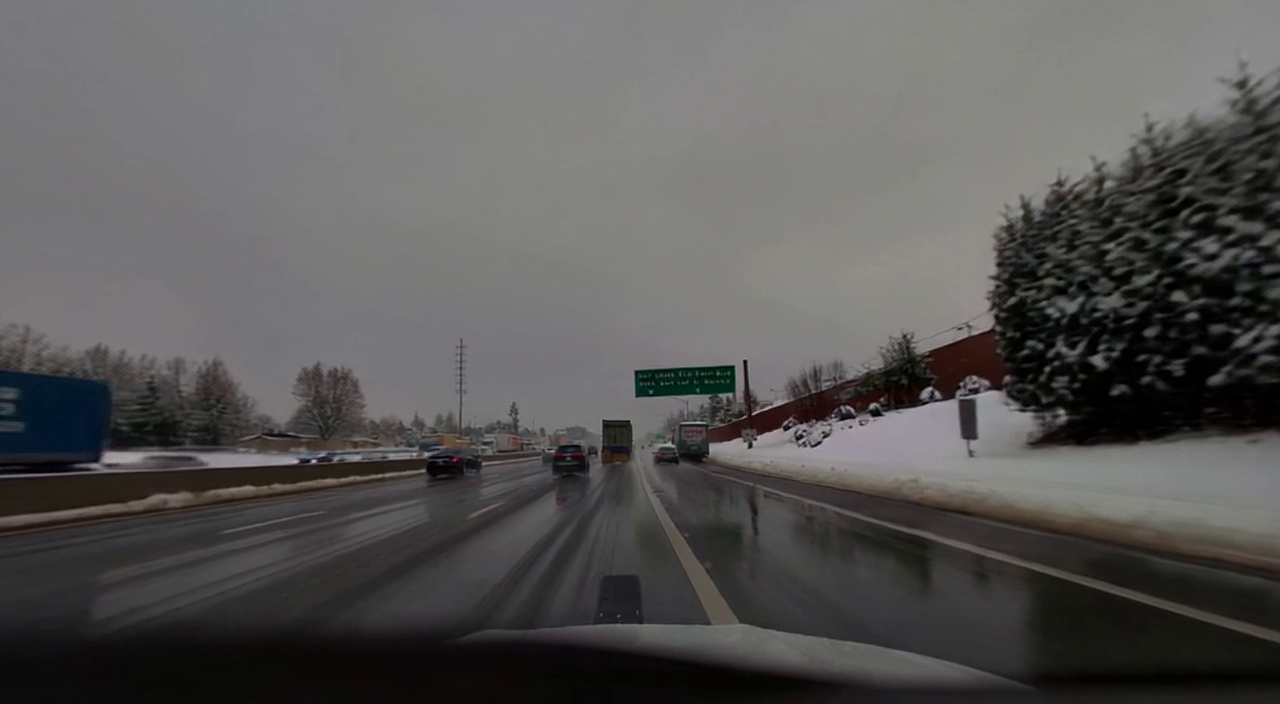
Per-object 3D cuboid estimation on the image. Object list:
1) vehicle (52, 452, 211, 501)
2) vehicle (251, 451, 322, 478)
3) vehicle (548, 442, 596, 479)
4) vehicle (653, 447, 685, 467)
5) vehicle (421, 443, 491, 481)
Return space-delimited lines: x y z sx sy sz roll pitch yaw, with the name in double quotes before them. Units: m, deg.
"vehicle" -17.233 4.210 21.804 1.889 1.439 4.359 0 -9 -1
"vehicle" -21.446 6.797 38.562 1.867 1.493 4.311 0 -9 -1
"vehicle" -3.279 5.307 31.186 2.132 1.679 4.045 0 -9 -3
"vehicle" 2.203 8.024 48.675 2.015 1.462 4.691 0 -9 -3
"vehicle" -9.022 5.392 31.428 2.129 1.717 4.593 0 -9 0
